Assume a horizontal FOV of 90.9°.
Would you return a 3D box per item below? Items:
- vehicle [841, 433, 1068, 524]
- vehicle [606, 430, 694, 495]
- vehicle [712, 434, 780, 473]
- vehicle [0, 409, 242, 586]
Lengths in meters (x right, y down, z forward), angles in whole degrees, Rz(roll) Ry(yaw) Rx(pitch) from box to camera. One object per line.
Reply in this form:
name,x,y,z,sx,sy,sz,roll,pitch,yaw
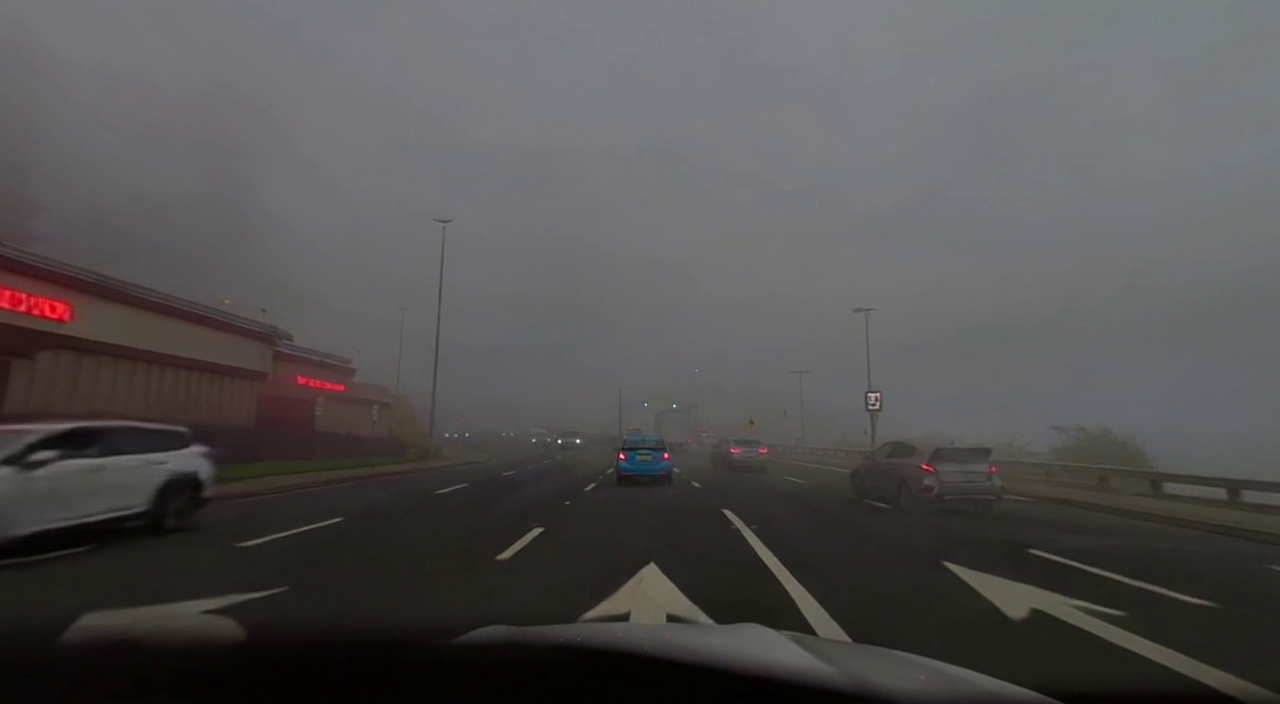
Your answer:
vehicle,5.822,2.365,12.558,2.081,1.434,4.833,0,-8,1
vehicle,0.233,2.750,16.122,1.991,1.472,3.518,0,-8,0
vehicle,4.258,4.118,25.939,1.889,1.480,3.876,1,-8,-4
vehicle,-6.426,1.352,6.188,1.980,1.499,4.417,0,-8,3
